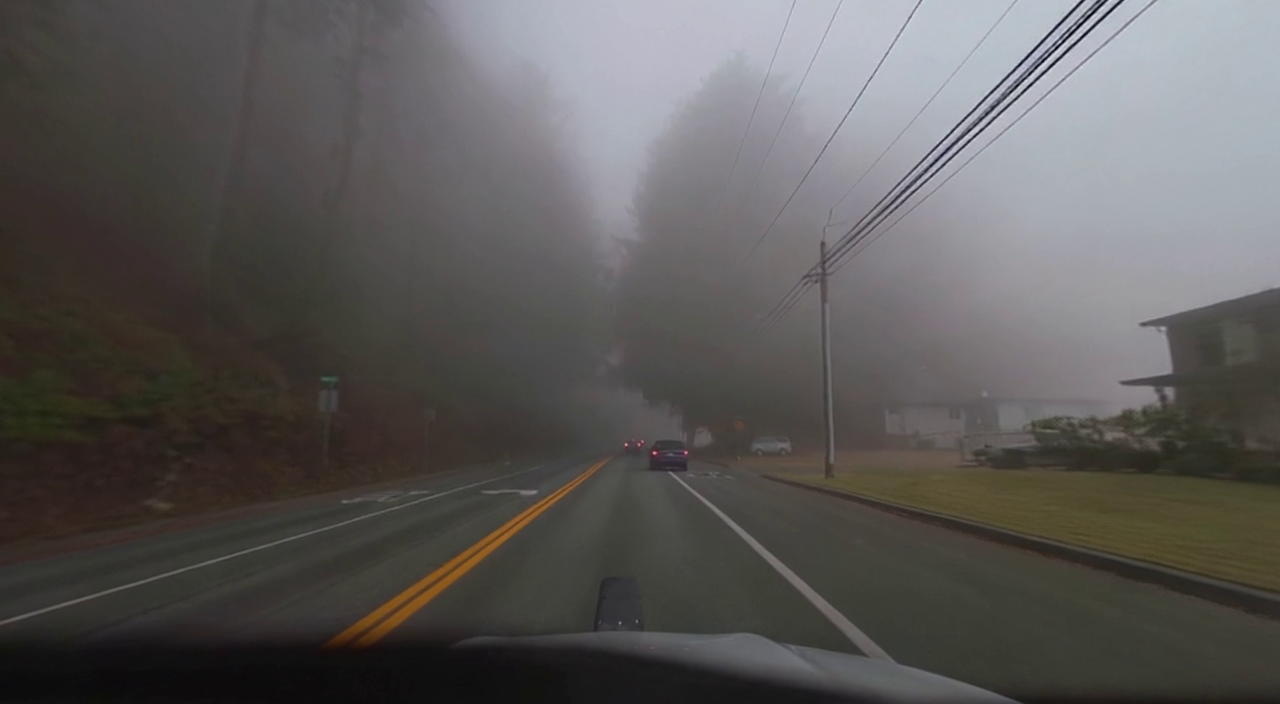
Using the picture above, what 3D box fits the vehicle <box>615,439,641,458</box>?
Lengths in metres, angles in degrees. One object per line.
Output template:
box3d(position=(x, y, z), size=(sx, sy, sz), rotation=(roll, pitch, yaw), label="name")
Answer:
box3d(position=(-0.907, 7.623, 49.667), size=(1.927, 1.453, 3.848), rotation=(0, -8, 0), label="vehicle")

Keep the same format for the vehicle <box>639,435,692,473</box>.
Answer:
box3d(position=(1.017, 4.369, 27.030), size=(1.975, 1.497, 3.647), rotation=(0, -8, -3), label="vehicle")
